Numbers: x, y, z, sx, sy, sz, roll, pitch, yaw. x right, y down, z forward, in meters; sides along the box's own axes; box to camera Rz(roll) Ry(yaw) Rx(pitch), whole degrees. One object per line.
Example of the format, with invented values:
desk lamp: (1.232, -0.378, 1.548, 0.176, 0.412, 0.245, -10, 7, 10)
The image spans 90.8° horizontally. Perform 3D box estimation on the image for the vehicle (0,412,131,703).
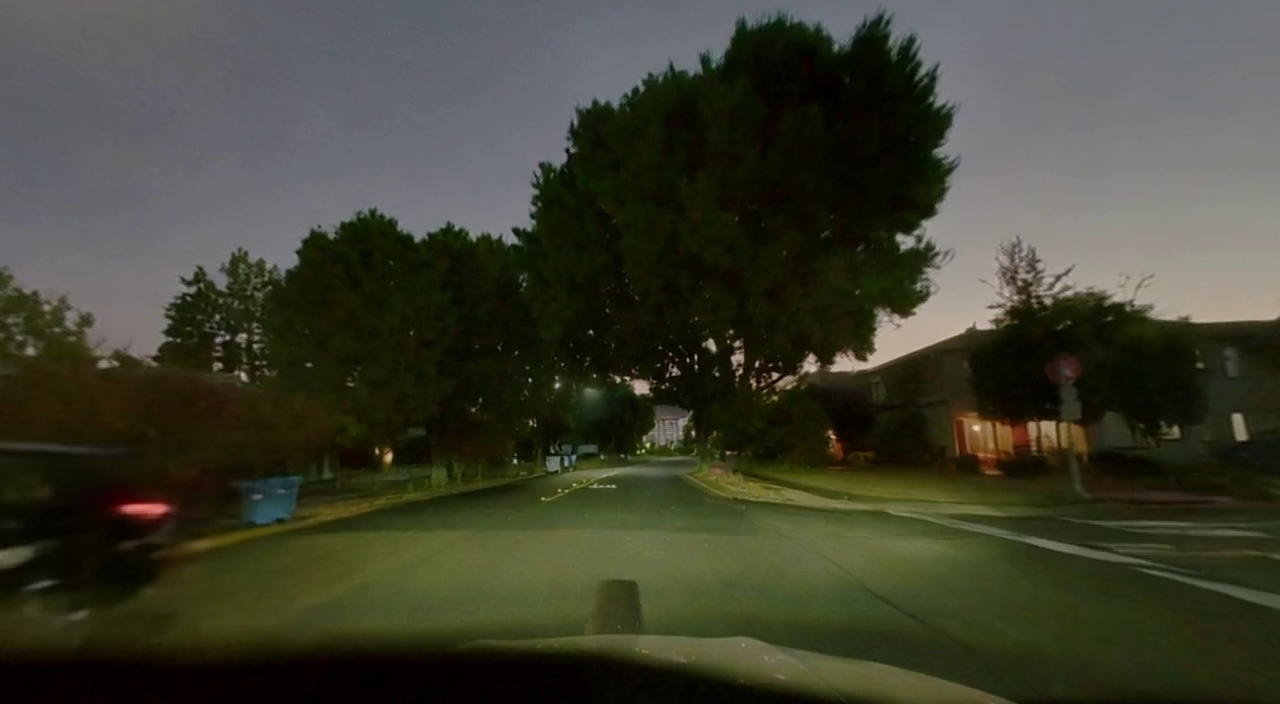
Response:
vehicle: (-4.590, 0.984, 2.270, 2.025, 1.660, 4.151, 0, -9, 0)

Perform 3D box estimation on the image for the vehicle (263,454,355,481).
vehicle: (-19.487, 6.809, 37.333, 4.373, 1.464, 1.917, 1, -10, -11)
